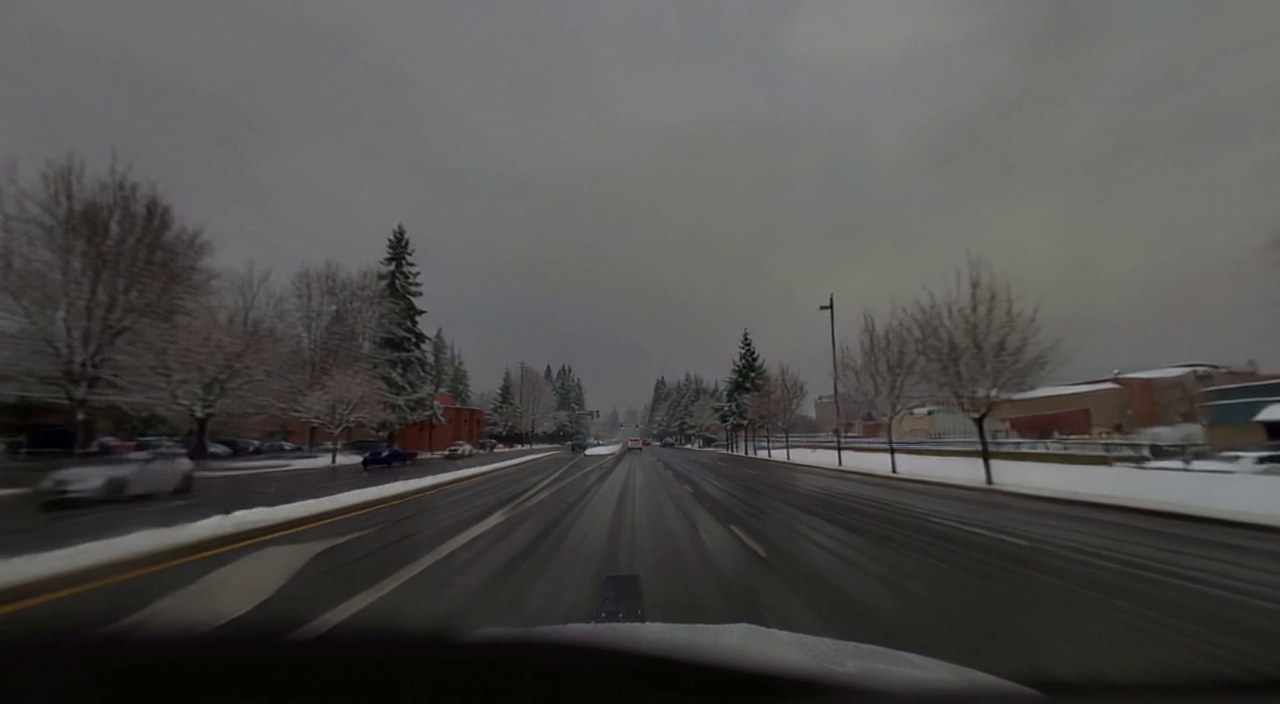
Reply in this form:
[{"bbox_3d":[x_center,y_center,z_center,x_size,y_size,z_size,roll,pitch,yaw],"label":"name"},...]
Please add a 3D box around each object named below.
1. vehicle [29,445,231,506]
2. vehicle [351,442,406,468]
[{"bbox_3d":[-14.263,3.429,18.160,1.950,1.505,4.733,0,-8,-2],"label":"vehicle"},{"bbox_3d":[-17.850,7.045,43.370,1.977,1.664,4.562,0,-8,-2],"label":"vehicle"}]
